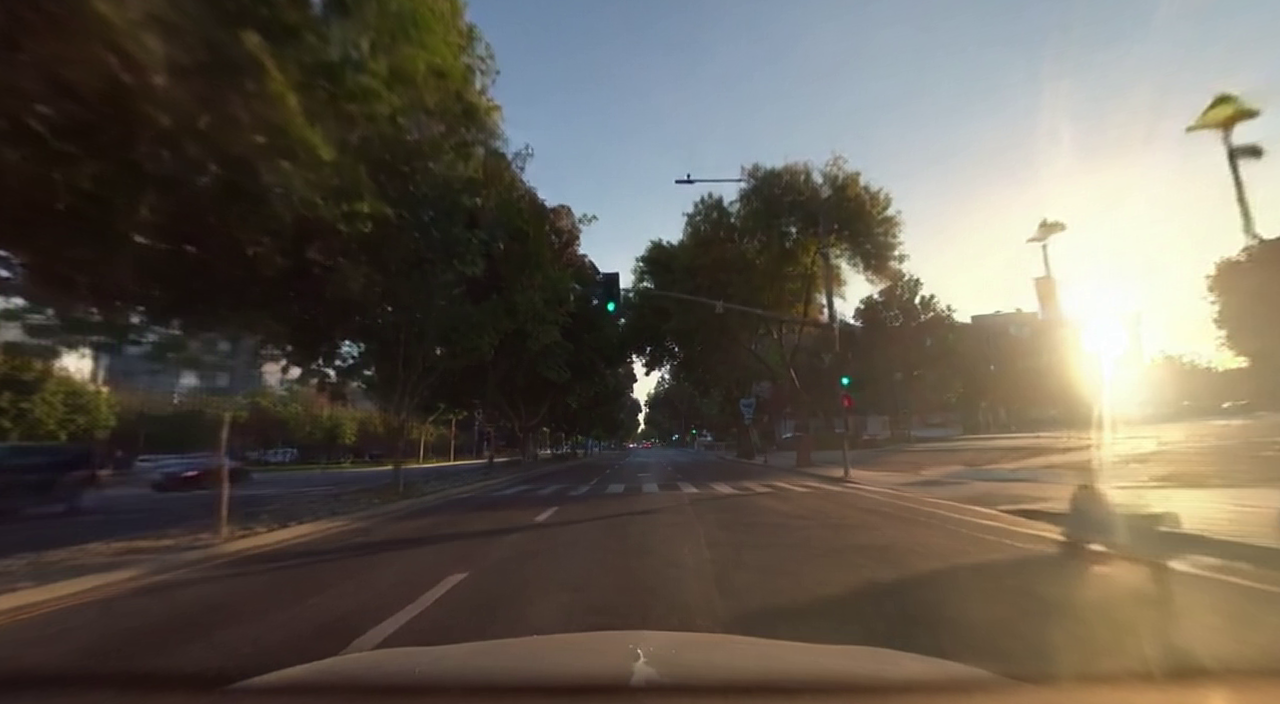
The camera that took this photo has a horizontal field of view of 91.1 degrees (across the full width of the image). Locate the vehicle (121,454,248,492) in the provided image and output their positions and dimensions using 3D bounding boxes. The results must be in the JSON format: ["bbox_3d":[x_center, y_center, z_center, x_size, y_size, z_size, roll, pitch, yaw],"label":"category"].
[{"bbox_3d":[-19.304,5.118,26.944,1.832,1.432,4.855,0,-9,0],"label":"vehicle"}]

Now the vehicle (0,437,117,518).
[{"bbox_3d":[-14.731,2.795,14.066,1.936,1.718,4.643,0,-8,1],"label":"vehicle"}]
